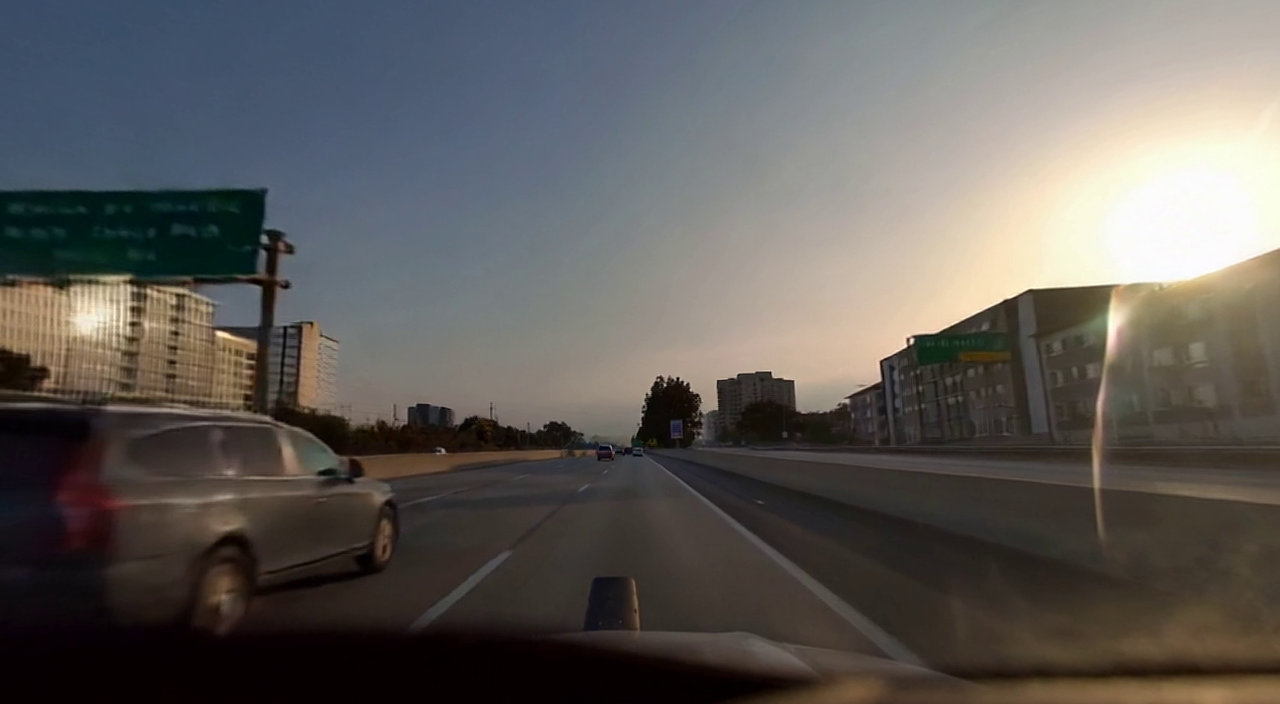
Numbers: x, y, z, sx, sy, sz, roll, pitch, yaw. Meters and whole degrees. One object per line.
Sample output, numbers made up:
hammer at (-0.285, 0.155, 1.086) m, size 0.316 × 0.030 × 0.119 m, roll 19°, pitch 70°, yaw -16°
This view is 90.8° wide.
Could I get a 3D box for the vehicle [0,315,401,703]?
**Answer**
vehicle at (-3.650, 1.020, 4.216) m, size 2.145 × 1.828 × 4.867 m, roll 0°, pitch -8°, yaw 1°
